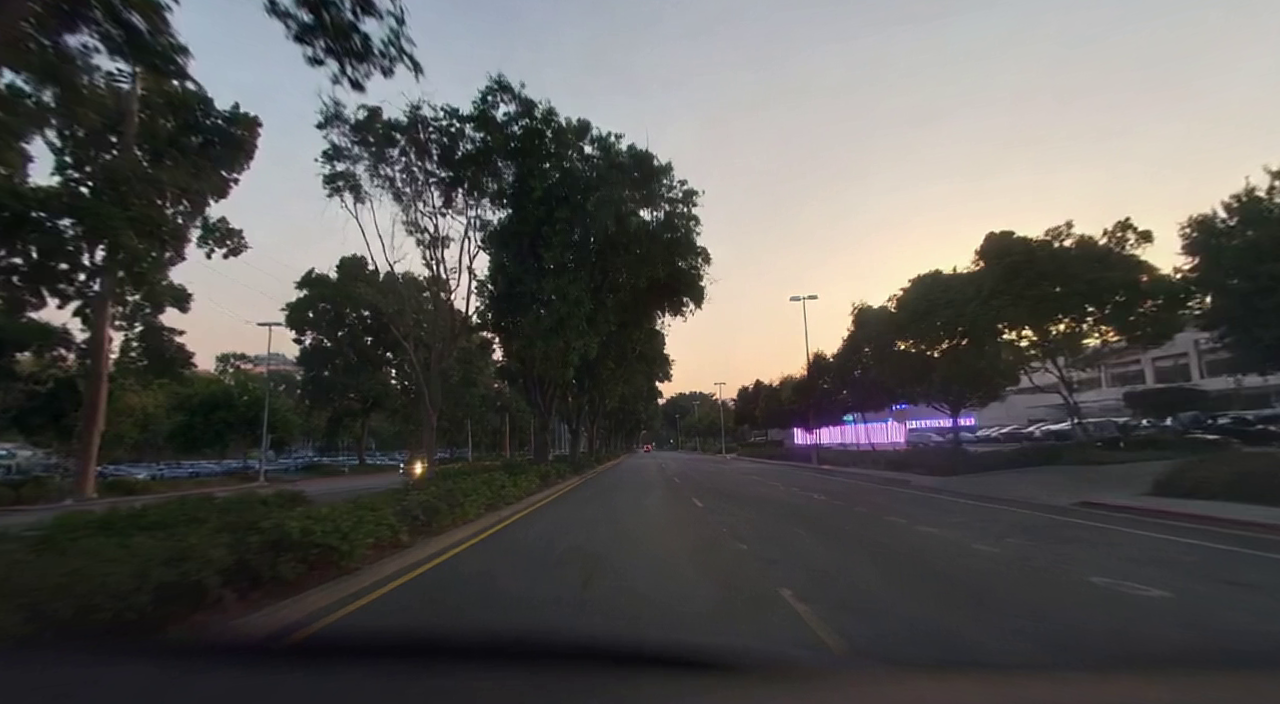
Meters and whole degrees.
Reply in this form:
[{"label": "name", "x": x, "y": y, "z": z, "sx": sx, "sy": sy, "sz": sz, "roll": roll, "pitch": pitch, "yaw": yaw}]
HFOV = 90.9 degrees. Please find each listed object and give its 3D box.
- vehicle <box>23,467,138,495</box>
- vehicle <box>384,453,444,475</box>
[{"label": "vehicle", "x": -31.654, "y": 7.310, "z": 35.747, "sx": 4.706, "sy": 1.460, "sz": 1.994, "roll": 0, "pitch": -8, "yaw": 3}, {"label": "vehicle", "x": -17.510, "y": 8.629, "z": 48.681, "sx": 5.184, "sy": 1.494, "sz": 2.129, "roll": -8, "pitch": -12, "yaw": 43}]
